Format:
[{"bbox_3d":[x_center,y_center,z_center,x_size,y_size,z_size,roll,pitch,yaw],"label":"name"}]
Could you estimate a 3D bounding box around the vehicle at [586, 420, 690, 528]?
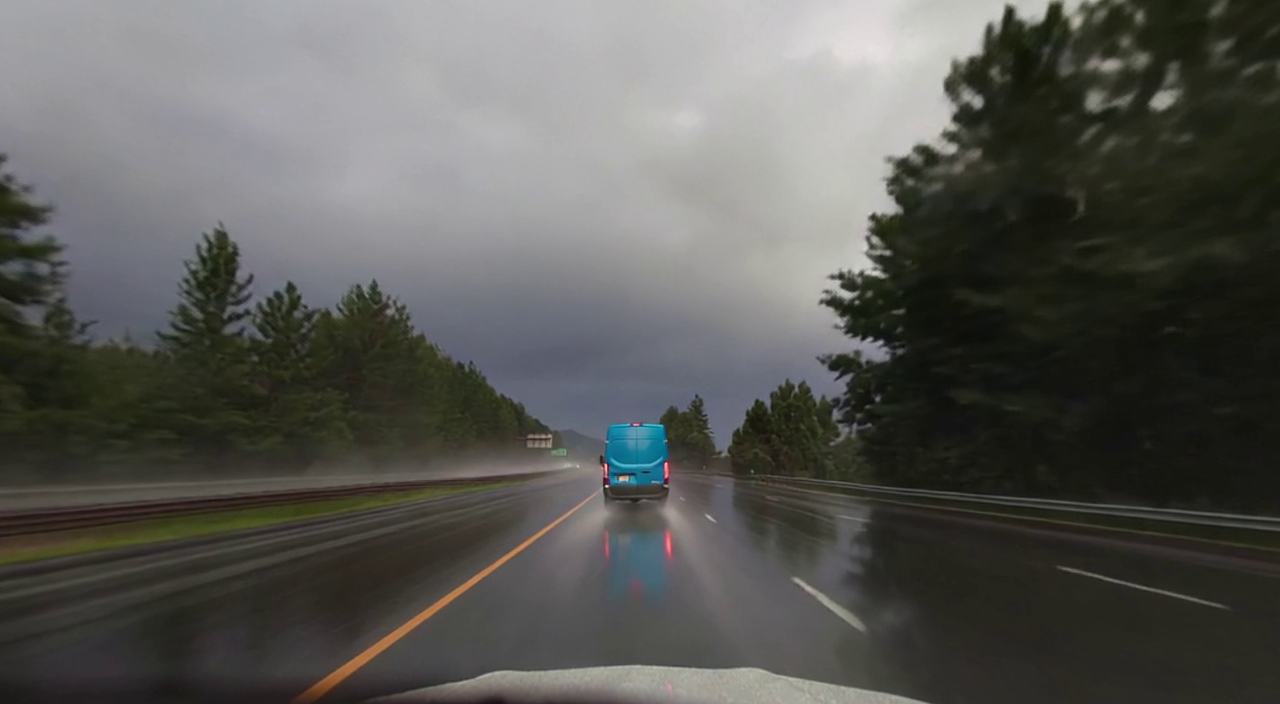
[{"bbox_3d":[-0.151,3.381,17.674,2.375,2.432,6.161,1,-10,-2],"label":"vehicle"}]
